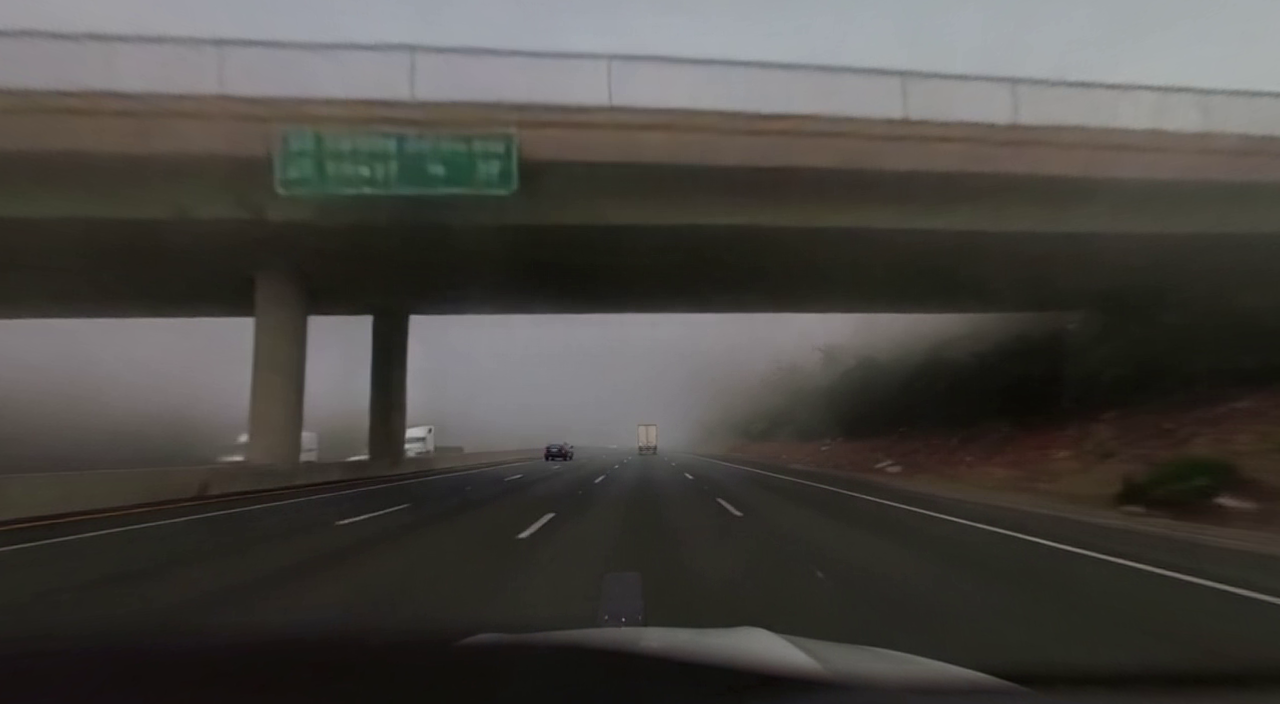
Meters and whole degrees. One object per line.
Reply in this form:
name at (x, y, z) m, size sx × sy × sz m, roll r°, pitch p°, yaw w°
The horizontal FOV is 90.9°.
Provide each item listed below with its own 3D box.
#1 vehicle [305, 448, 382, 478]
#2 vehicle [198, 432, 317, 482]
vehicle at (-16.170, 6.068, 34.696) m, size 1.937 × 1.470 × 4.632 m, roll 0°, pitch -8°, yaw 1°
vehicle at (-20.213, 5.577, 33.830) m, size 2.480 × 2.433 × 6.048 m, roll 0°, pitch -8°, yaw 1°
